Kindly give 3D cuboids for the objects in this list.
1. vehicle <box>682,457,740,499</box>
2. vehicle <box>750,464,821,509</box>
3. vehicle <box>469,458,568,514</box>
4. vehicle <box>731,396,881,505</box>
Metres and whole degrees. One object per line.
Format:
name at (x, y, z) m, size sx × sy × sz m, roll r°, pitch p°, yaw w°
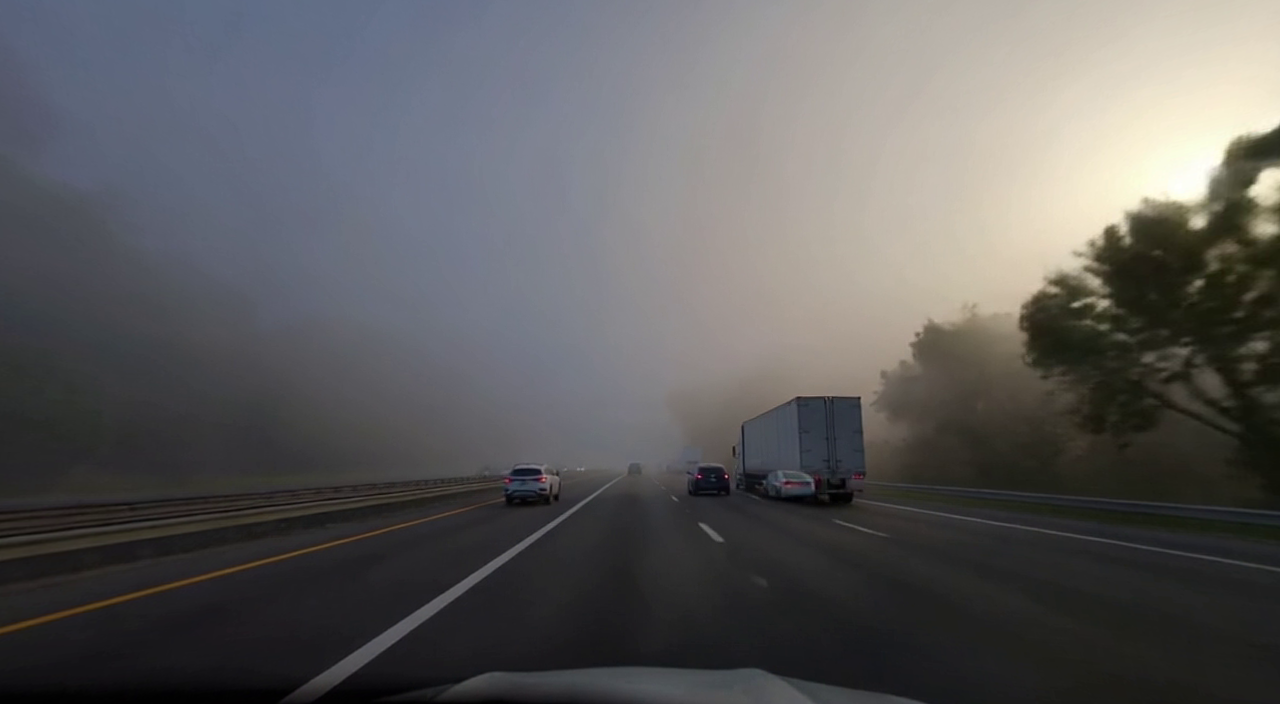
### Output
vehicle at (3.208, 5.819, 29.196) m, size 2.050 × 1.708 × 4.457 m, roll 1°, pitch -10°, yaw -1°
vehicle at (5.271, 4.921, 23.227) m, size 1.672 × 1.475 × 3.733 m, roll 1°, pitch -11°, yaw -1°
vehicle at (-3.620, 4.119, 19.717) m, size 2.065 × 1.485 × 4.682 m, roll 1°, pitch -10°, yaw 1°
vehicle at (7.530, 5.289, 32.521) m, size 2.861 × 4.086 × 17.499 m, roll 1°, pitch -10°, yaw -1°
